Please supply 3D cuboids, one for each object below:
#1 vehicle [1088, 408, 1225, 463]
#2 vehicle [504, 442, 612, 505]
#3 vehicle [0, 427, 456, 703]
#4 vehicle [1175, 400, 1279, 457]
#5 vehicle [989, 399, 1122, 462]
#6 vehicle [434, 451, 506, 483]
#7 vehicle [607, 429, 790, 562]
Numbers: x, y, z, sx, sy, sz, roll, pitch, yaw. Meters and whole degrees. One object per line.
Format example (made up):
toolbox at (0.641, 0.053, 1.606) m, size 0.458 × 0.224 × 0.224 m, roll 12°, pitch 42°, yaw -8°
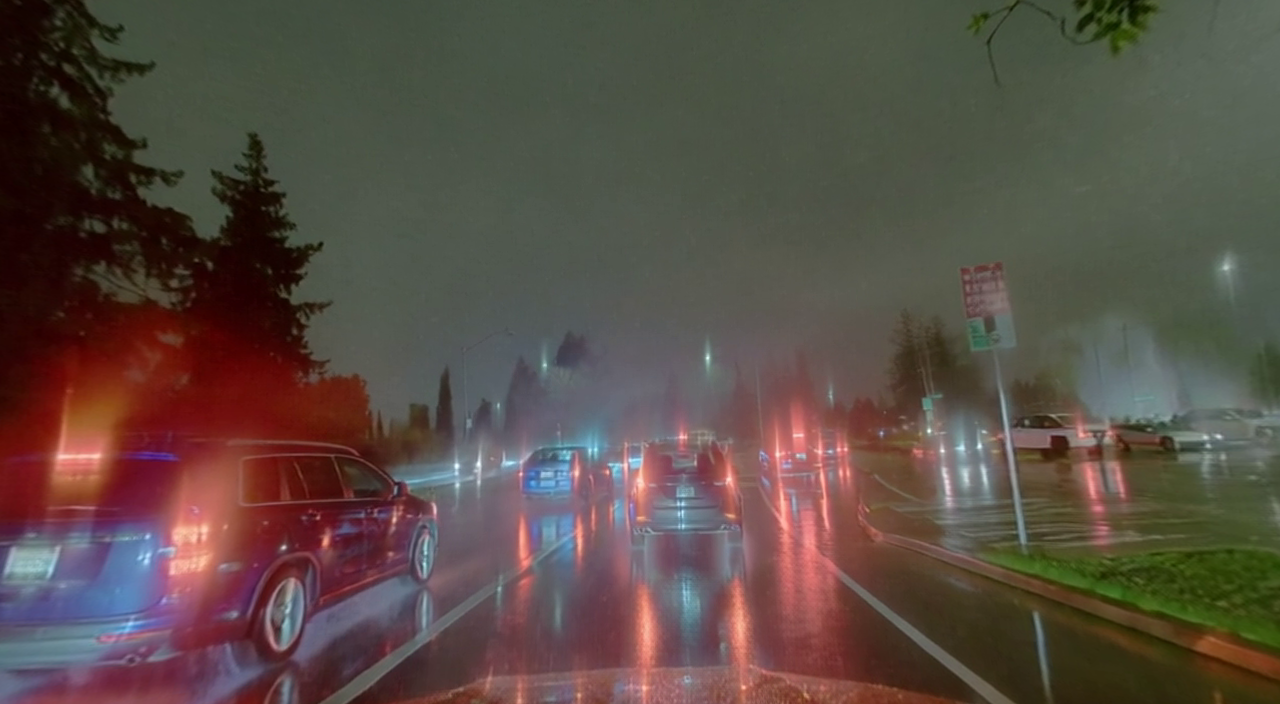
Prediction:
vehicle at (17.359, 2.859, 21.432) m, size 1.803 × 1.518 × 3.893 m, roll -7°, pitch -9°, yaw 11°
vehicle at (-2.082, 3.257, 17.377) m, size 1.870 × 1.490 × 4.187 m, roll -1°, pitch -9°, yaw 8°
vehicle at (-3.225, 1.448, 5.181) m, size 1.940 × 1.502 × 4.241 m, roll -1°, pitch -9°, yaw 3°
vehicle at (20.197, 2.514, 20.864) m, size 1.902 × 1.529 × 3.937 m, roll -10°, pitch -10°, yaw 12°
vehicle at (14.223, 2.813, 21.963) m, size 2.288 × 1.933 × 4.612 m, roll -2°, pitch -9°, yaw 13°
vehicle at (-8.746, 5.950, 32.908) m, size 1.947 × 1.482 × 4.589 m, roll -1°, pitch -9°, yaw 8°
vehicle at (0.841, 2.004, 9.522) m, size 2.142 × 1.528 × 4.133 m, roll -1°, pitch -9°, yaw 5°
